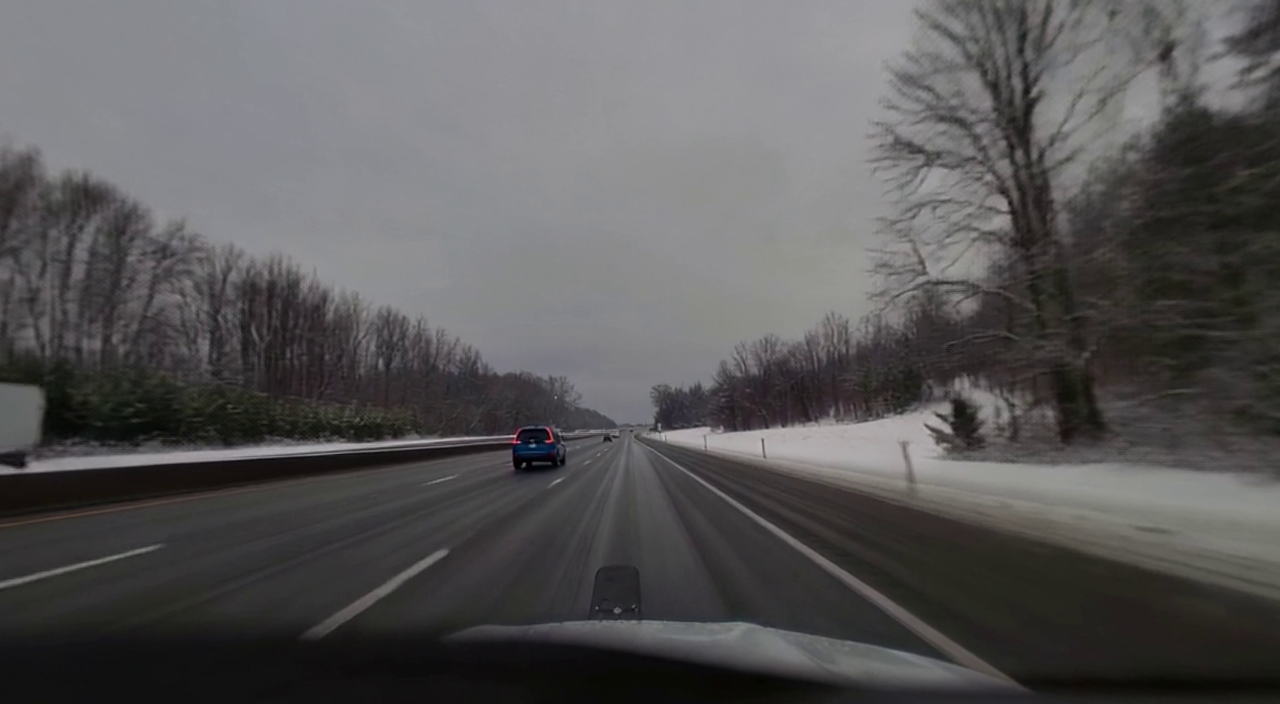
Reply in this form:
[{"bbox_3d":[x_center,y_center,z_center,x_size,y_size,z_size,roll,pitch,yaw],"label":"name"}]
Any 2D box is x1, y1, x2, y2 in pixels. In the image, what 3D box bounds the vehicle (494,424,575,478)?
[{"bbox_3d":[-3.506,3.379,21.786,2.057,1.666,4.552,0,-8,-1],"label":"vehicle"}]
